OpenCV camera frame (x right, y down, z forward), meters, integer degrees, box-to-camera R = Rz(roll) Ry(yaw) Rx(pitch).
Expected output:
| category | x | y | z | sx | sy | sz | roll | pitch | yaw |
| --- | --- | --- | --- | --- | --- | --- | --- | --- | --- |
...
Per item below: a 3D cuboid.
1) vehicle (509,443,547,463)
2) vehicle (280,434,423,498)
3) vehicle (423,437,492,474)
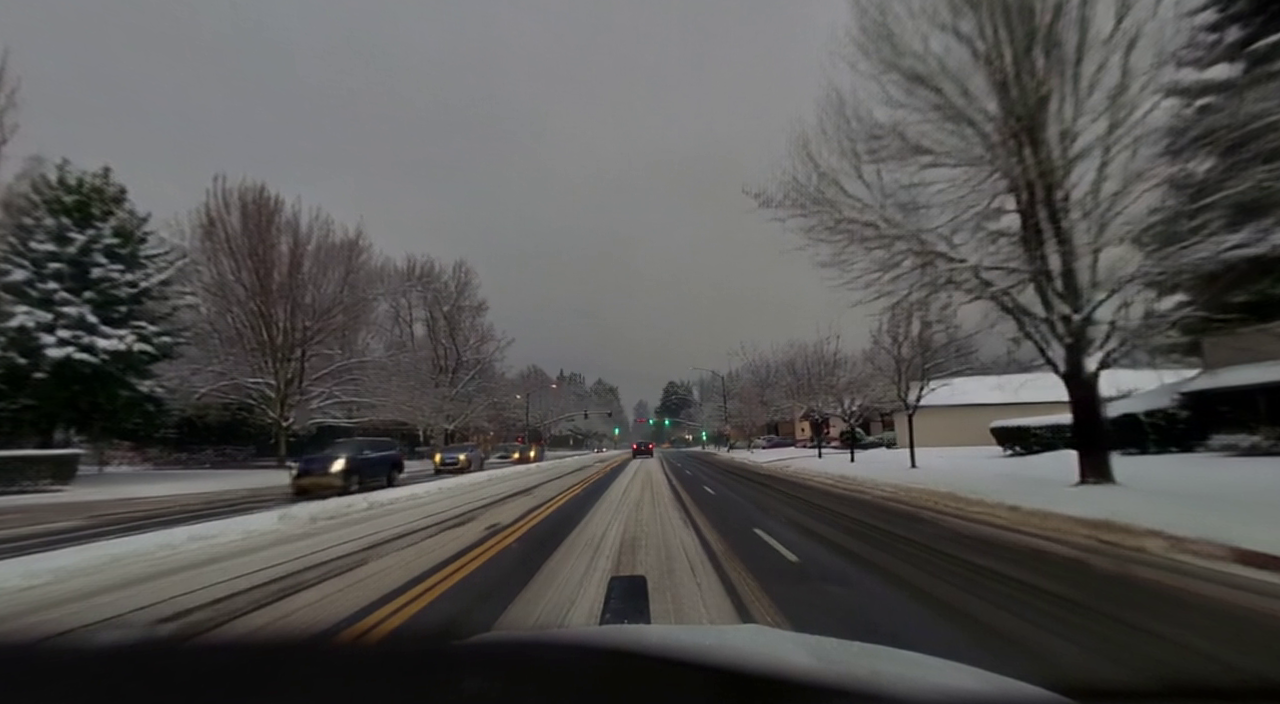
| category | x | y | z | sx | sy | sz | roll | pitch | yaw |
| --- | --- | --- | --- | --- | --- | --- | --- | --- | --- |
| vehicle | -8.465 | 7.664 | 48.065 | 1.946 | 1.470 | 4.443 | -1 | -8 | 2 |
| vehicle | -8.833 | 3.507 | 19.858 | 2.250 | 1.747 | 4.492 | -1 | -8 | 2 |
| vehicle | -9.678 | 5.521 | 33.907 | 2.230 | 1.777 | 4.797 | 0 | -8 | 1 |
